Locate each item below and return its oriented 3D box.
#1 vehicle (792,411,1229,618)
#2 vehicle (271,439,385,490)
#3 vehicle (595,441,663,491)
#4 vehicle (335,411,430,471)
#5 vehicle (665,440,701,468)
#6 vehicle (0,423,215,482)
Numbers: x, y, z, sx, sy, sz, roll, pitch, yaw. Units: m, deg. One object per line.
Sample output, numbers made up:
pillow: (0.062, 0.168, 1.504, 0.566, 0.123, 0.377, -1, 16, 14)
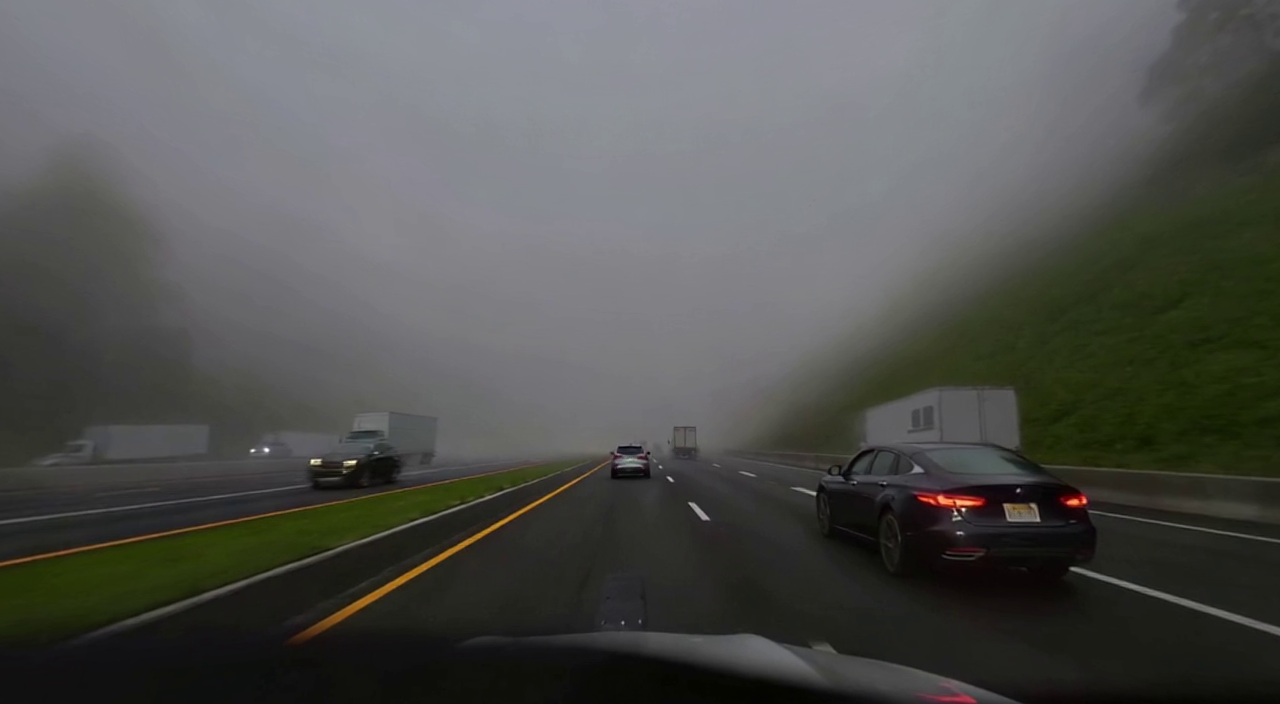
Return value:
vehicle: (3.366, 1.584, 7.135, 1.997, 1.534, 4.664, 0, -9, -2)
vehicle: (-11.064, 3.998, 22.709, 1.991, 1.624, 4.215, 0, -9, -1)
vehicle: (-0.360, 3.646, 20.379, 1.970, 1.441, 3.846, 0, -9, -1)
vehicle: (-16.183, 5.763, 40.305, 2.687, 3.442, 7.686, 0, -9, 1)
vehicle: (2.701, 6.558, 40.510, 2.048, 1.704, 4.284, 0, -9, 0)
vehicle: (-37.205, 6.884, 45.169, 2.860, 3.408, 14.775, -3, -7, 2)
